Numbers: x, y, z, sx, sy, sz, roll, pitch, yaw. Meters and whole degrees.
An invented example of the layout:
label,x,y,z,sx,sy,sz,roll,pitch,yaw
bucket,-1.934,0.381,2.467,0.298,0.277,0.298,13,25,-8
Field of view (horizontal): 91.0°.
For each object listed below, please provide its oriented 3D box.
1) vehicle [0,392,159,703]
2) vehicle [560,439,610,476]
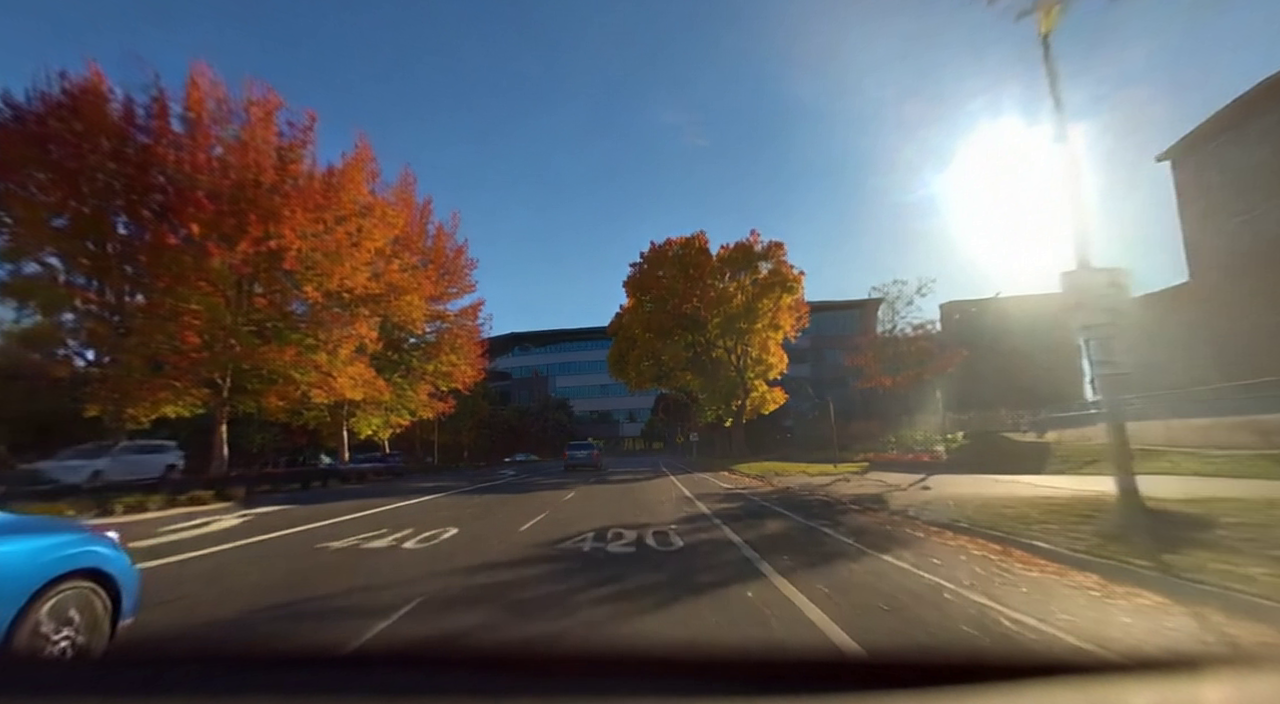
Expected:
label,x,y,z,sx,sy,sz,roll,pitch,yaw
vehicle,-3.778,0.740,1.424,1.923,1.528,4.309,0,-9,0
vehicle,-2.853,5.617,33.730,2.112,1.779,4.489,0,-9,2
